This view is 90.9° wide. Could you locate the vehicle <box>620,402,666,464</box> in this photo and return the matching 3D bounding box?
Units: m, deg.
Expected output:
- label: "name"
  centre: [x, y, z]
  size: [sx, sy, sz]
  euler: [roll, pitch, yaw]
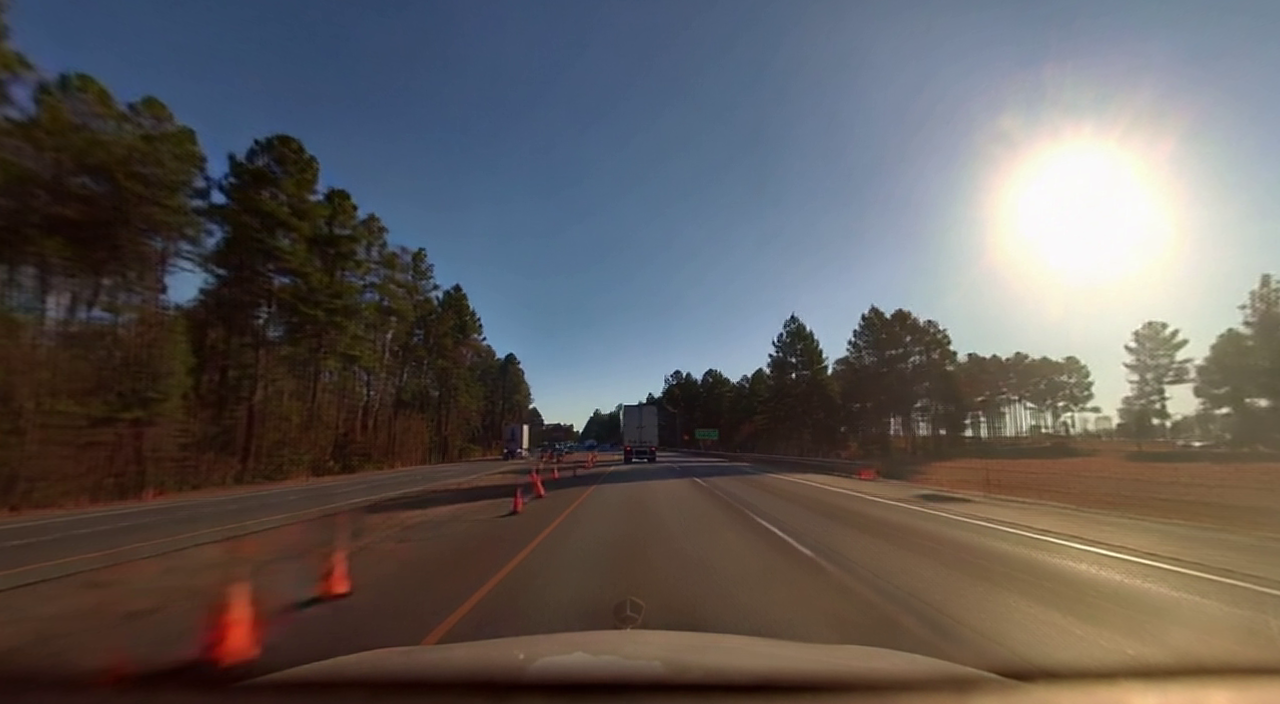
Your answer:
- label: "vehicle"
  centre: [0.035, 6.092, 46.809]
  size: [2.935, 4.068, 11.036]
  euler: [0, -8, -2]
